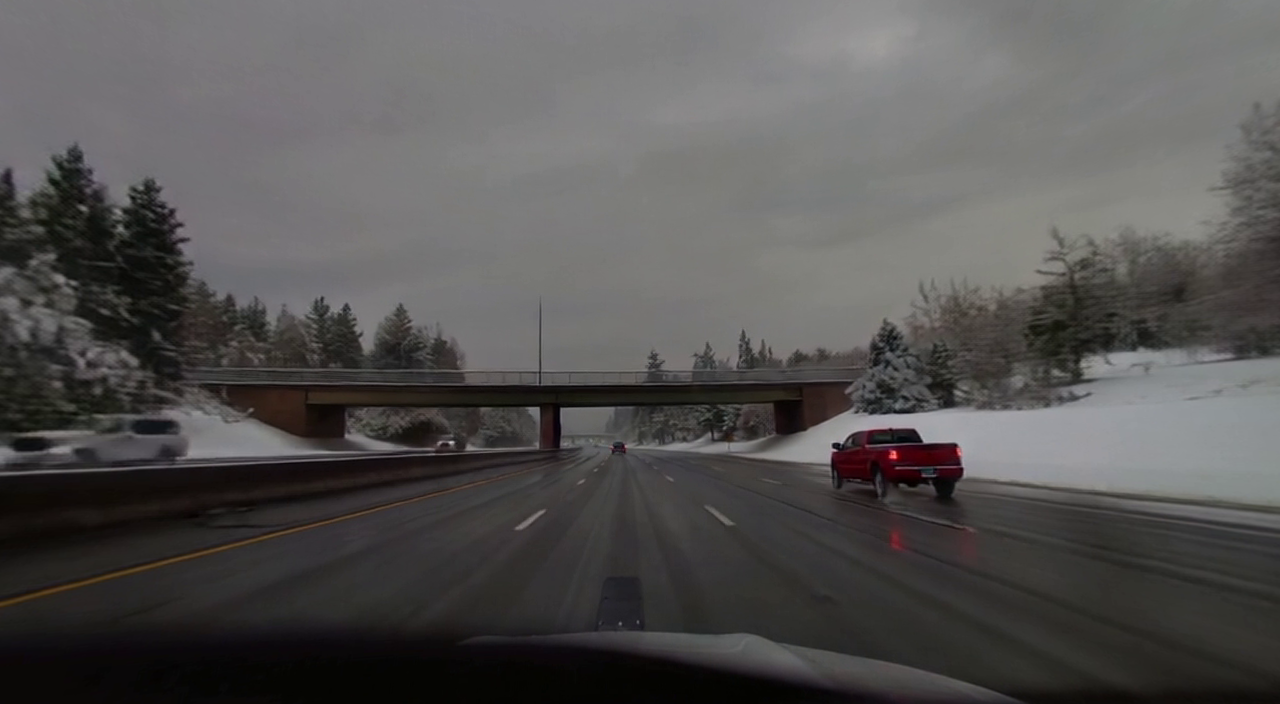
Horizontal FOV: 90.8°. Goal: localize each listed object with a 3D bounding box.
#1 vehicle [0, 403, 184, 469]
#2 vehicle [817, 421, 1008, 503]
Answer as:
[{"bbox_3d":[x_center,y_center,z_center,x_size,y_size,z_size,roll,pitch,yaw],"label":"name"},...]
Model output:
[{"bbox_3d":[-19.540,3.048,22.590,2.201,2.062,5.745,0,-9,-1],"label":"vehicle"},{"bbox_3d":[7.030,2.939,17.363,2.395,1.819,6.086,0,-9,-2],"label":"vehicle"}]
